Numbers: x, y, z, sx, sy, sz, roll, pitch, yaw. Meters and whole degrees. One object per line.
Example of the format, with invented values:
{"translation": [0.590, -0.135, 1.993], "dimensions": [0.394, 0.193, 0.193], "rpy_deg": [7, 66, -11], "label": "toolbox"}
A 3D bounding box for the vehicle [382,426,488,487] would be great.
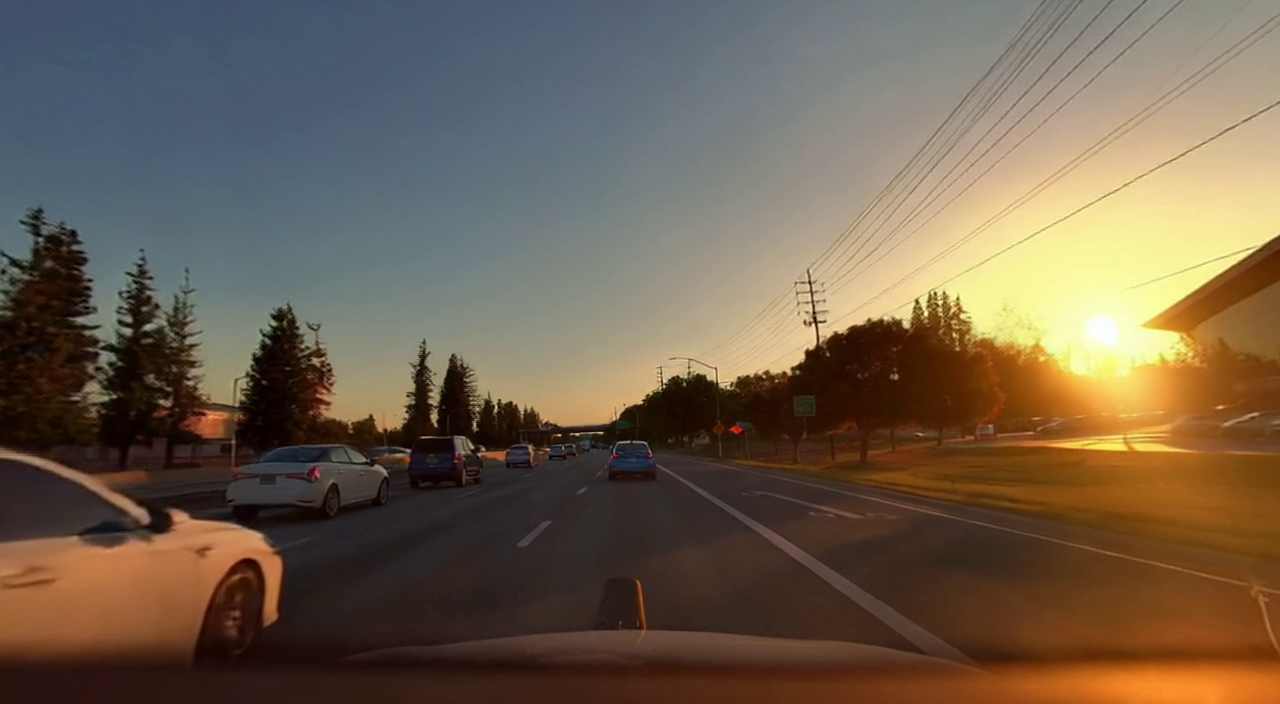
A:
{"translation": [-7.094, 3.694, 22.545], "dimensions": [2.144, 1.905, 4.967], "rpy_deg": [0, -8, 0], "label": "vehicle"}

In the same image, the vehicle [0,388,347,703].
{"translation": [-3.155, 0.889, 2.073], "dimensions": [2.174, 1.510, 4.636], "rpy_deg": [0, -9, 0], "label": "vehicle"}

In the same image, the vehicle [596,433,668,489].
{"translation": [-0.287, 3.570, 20.989], "dimensions": [2.140, 1.653, 4.108], "rpy_deg": [0, -9, -1], "label": "vehicle"}

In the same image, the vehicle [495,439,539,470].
{"translation": [-7.381, 6.205, 38.385], "dimensions": [1.914, 1.756, 4.179], "rpy_deg": [0, -8, -1], "label": "vehicle"}
